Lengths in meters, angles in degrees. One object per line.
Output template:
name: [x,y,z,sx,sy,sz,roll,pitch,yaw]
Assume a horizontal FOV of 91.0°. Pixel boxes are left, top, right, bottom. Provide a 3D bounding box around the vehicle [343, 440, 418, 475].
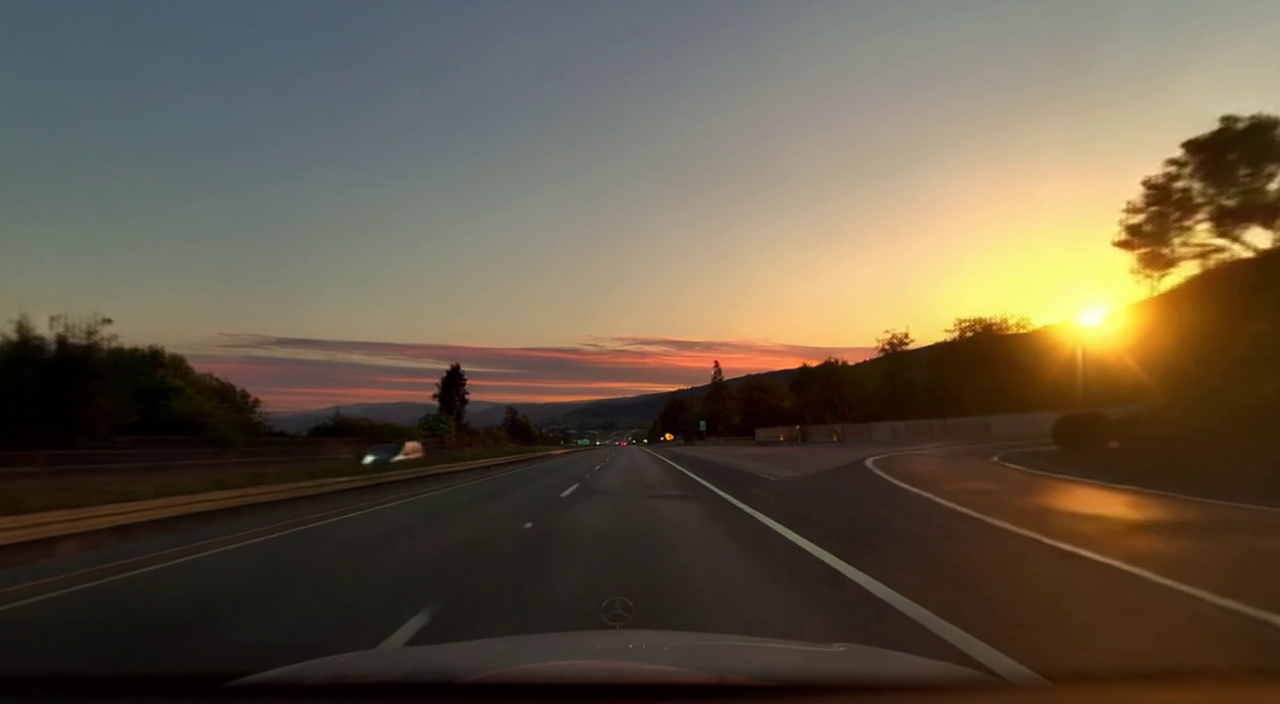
vehicle: [-14.688,5.979,35.950,2.140,1.808,4.733,-1,-8,1]
